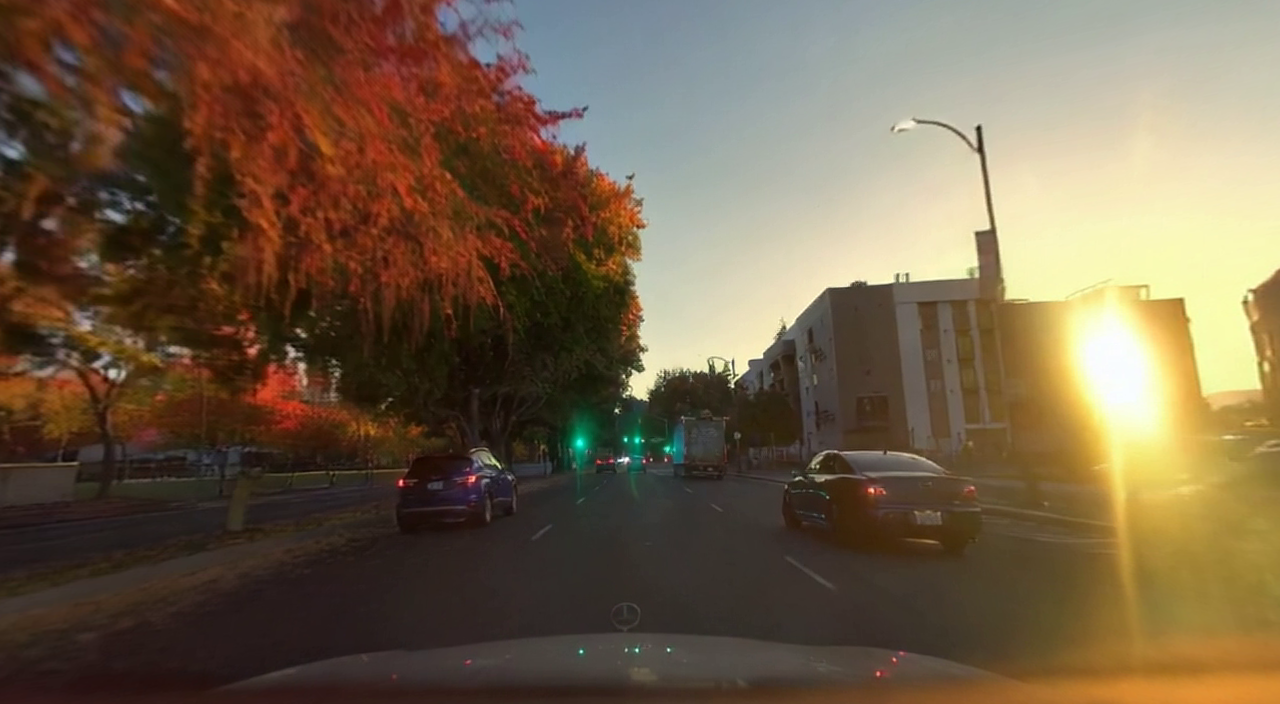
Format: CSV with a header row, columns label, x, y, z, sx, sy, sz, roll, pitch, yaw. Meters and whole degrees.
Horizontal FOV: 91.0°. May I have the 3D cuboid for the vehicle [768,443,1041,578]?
label,x,y,z,sx,sy,sz,roll,pitch,yaw
vehicle,3.402,2.109,9.415,1.915,1.449,4.970,0,-9,0

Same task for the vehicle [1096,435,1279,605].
label,x,y,z,sx,sy,sz,roll,pitch,yaw
vehicle,7.093,1.558,5.792,2.035,1.595,4.984,0,-8,0

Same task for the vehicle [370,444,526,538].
label,x,y,z,sx,sy,sz,roll,pitch,yaw
vehicle,-3.635,2.677,12.856,1.751,1.540,4.481,-1,-9,1

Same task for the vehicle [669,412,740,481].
label,x,y,z,sx,sy,sz,roll,pitch,yaw
vehicle,3.767,5.940,39.724,3.003,3.680,10.684,0,-9,-2
